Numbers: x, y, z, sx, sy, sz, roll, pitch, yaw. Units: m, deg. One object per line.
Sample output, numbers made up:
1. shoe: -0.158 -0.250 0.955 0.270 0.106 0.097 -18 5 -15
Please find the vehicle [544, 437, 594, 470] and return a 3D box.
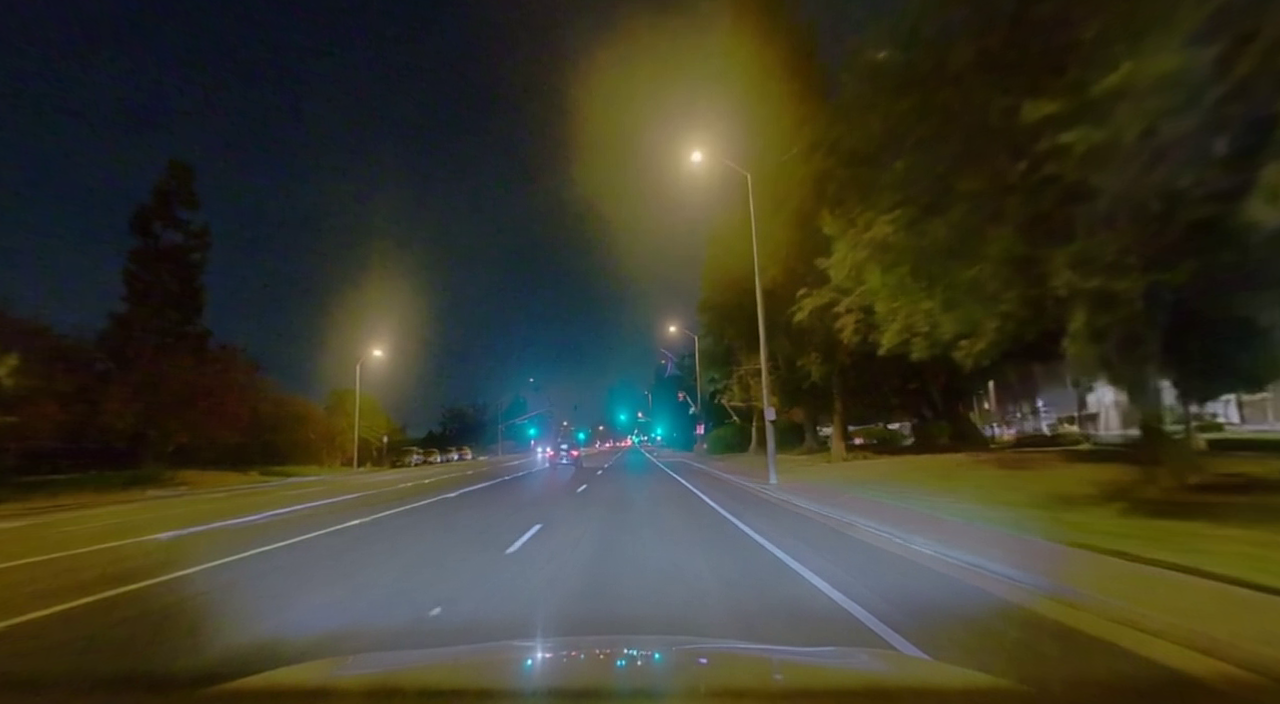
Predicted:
1. vehicle: -3.441 5.021 31.427 2.030 1.467 4.251 0 -8 -1
